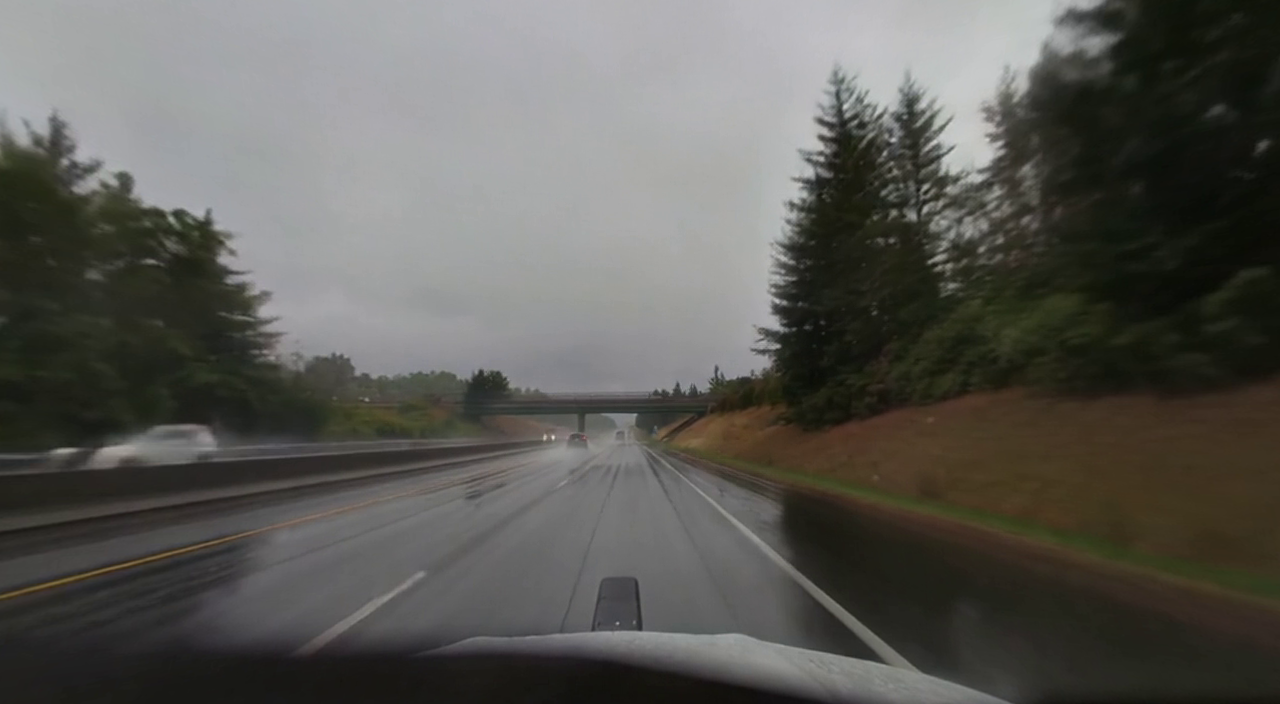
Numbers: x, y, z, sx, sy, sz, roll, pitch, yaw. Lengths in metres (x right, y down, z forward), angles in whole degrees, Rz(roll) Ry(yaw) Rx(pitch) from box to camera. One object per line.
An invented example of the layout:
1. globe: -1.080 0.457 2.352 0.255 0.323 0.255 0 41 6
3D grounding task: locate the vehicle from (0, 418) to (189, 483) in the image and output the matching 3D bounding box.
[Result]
1. vehicle: -14.927 2.650 17.227 1.858 1.521 4.450 0 -8 -1
